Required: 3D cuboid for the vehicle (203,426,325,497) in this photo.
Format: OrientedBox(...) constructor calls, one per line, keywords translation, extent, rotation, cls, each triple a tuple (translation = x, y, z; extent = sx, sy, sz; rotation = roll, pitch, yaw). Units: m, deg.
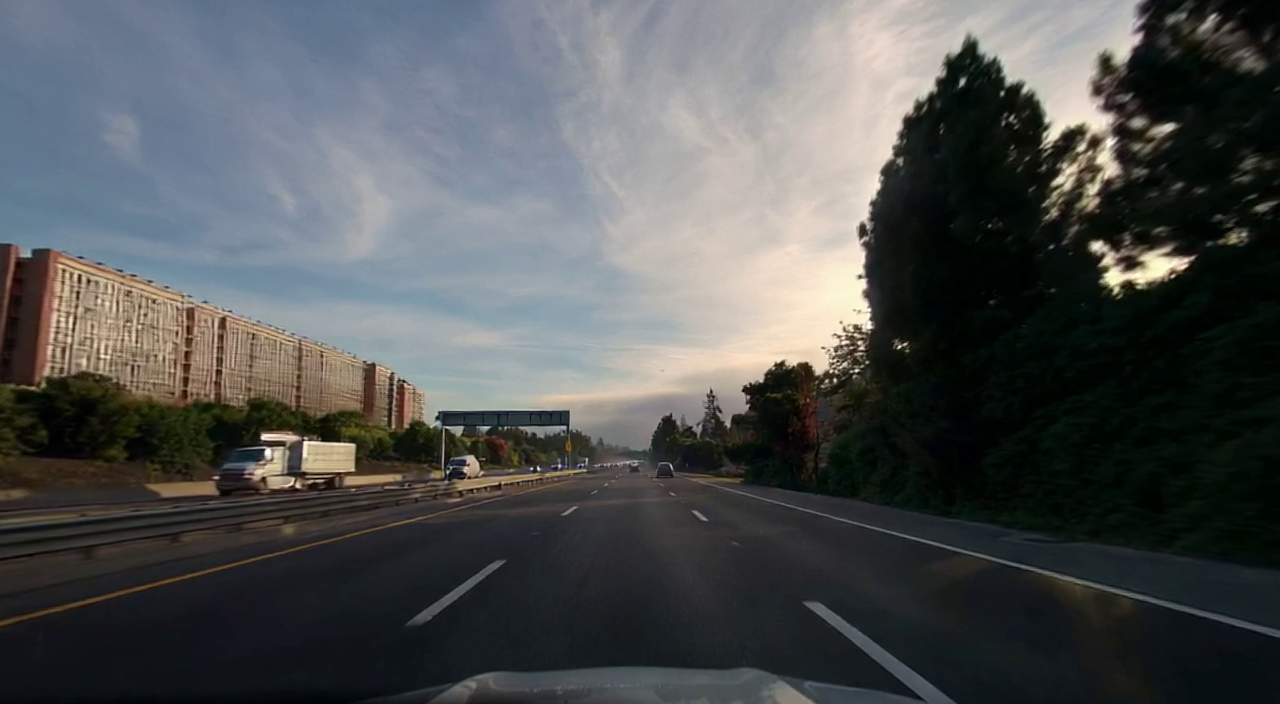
OrientedBox(translation=(-20.255, 6.012, 34.445), extent=(2.966, 3.465, 5.874), rotation=(1, -10, -1), cls="vehicle")
